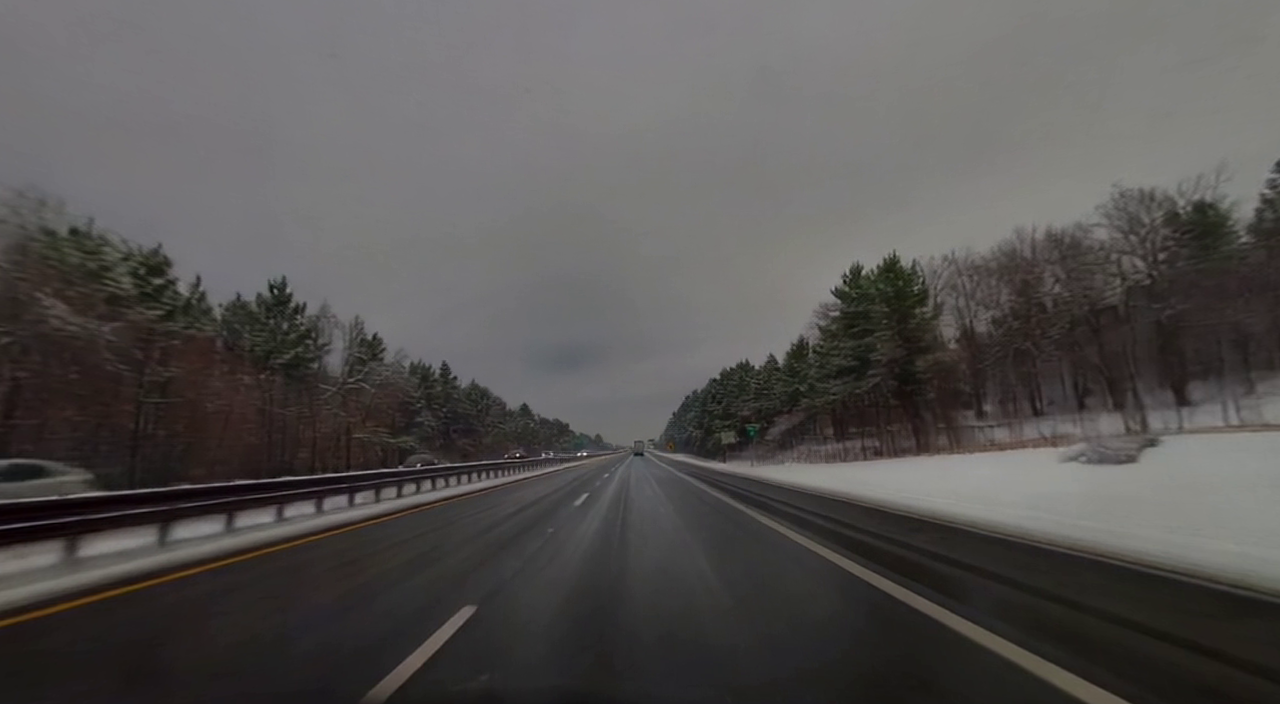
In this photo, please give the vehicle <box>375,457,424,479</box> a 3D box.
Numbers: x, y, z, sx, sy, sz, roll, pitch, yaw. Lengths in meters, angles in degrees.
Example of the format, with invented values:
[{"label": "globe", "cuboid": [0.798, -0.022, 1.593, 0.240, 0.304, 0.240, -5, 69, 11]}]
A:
[{"label": "vehicle", "cuboid": [-17.313, 8.361, 45.588, 1.822, 1.452, 4.492, 0, -9, 0]}]
